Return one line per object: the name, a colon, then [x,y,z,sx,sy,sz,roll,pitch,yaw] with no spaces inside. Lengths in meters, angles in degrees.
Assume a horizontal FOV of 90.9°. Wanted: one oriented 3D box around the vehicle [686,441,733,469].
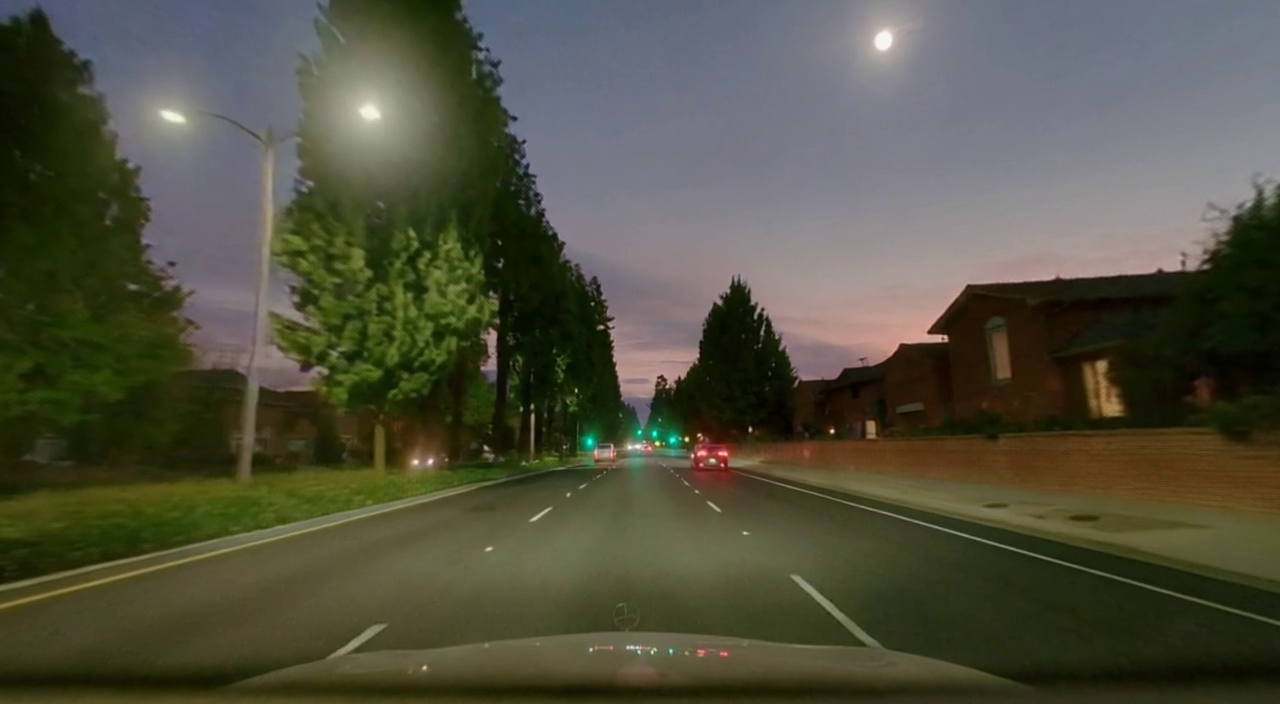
vehicle: [4.113,6.206,38.191,2.237,1.578,4.621,0,-8,-1]
